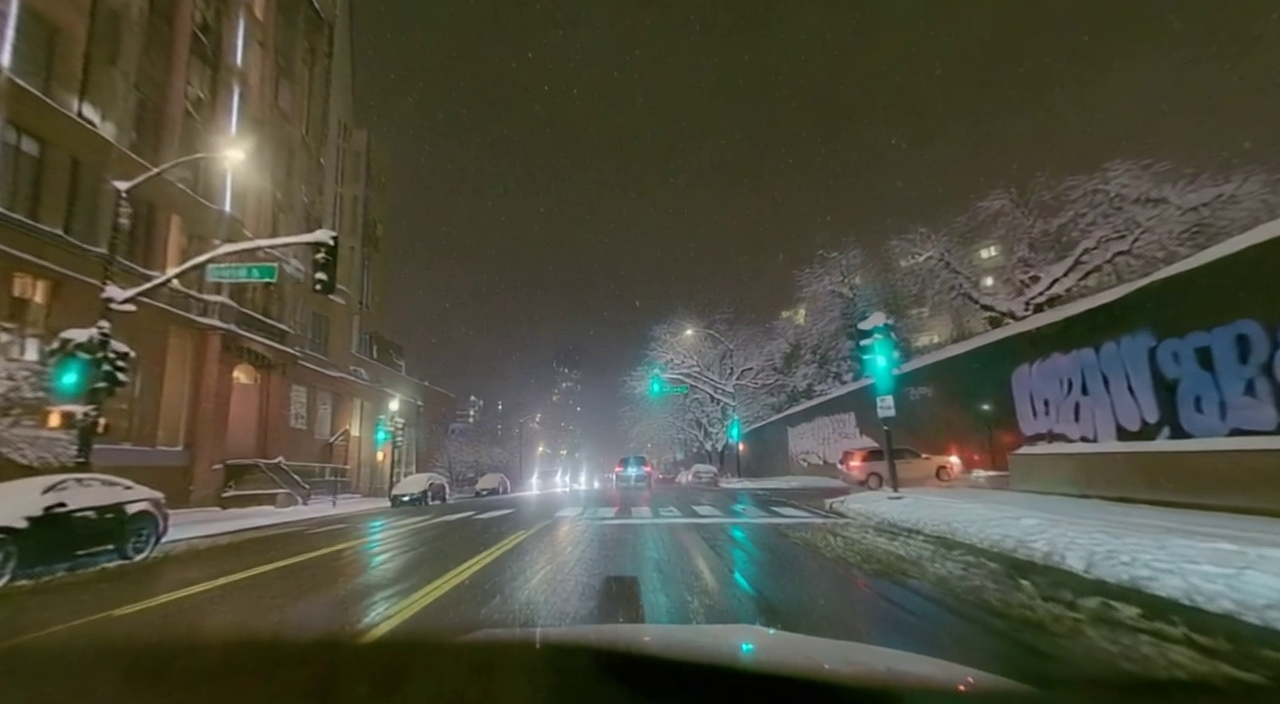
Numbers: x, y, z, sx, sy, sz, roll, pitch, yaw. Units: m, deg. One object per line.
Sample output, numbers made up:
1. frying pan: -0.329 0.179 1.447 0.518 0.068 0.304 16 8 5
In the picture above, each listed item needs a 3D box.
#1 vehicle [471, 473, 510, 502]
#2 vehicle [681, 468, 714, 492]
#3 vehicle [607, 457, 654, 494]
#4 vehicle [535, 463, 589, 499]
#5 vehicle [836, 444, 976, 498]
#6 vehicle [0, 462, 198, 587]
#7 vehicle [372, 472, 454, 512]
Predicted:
1. vehicle: -10.865 9.861 46.105 1.859 1.780 3.947 0 -8 1
2. vehicle: 4.164 9.377 46.460 1.957 1.471 4.307 0 -8 -1
3. vehicle: -0.431 6.012 31.143 2.166 1.579 4.300 0 -8 0
4. vehicle: -3.885 6.539 32.248 2.095 1.447 4.202 -4 -8 0
5. vehicle: 9.623 4.229 22.919 4.292 1.761 2.207 3 -9 -22
6. vehicle: -10.669 3.003 11.251 2.199 1.717 4.888 -5 -8 -1
7. vehicle: -10.359 6.409 29.246 2.070 1.476 4.508 0 -8 1
